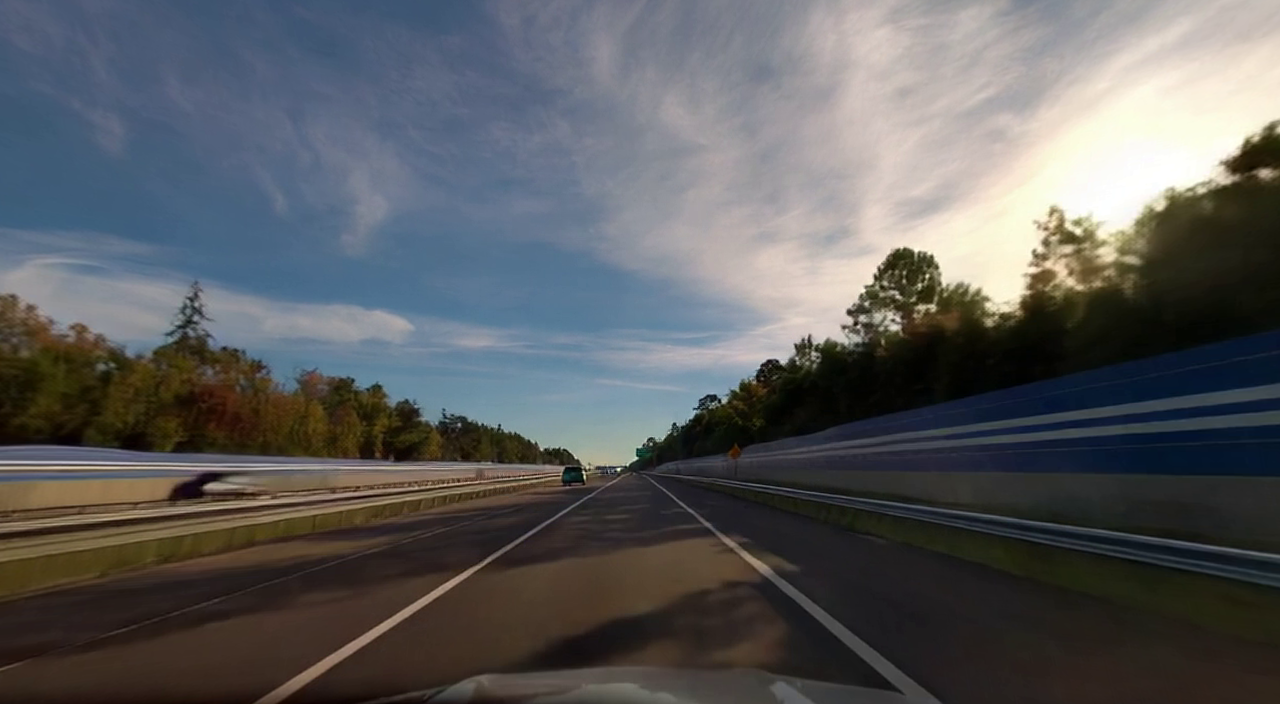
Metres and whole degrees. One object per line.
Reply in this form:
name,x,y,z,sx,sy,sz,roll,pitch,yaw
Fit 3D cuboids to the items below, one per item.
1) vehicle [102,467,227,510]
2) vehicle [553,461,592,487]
vehicle,-17.627,5.051,23.605,1.806,1.444,3.633,1,-10,0
vehicle,-4.176,7.696,39.698,1.985,1.515,3.839,1,-11,0
